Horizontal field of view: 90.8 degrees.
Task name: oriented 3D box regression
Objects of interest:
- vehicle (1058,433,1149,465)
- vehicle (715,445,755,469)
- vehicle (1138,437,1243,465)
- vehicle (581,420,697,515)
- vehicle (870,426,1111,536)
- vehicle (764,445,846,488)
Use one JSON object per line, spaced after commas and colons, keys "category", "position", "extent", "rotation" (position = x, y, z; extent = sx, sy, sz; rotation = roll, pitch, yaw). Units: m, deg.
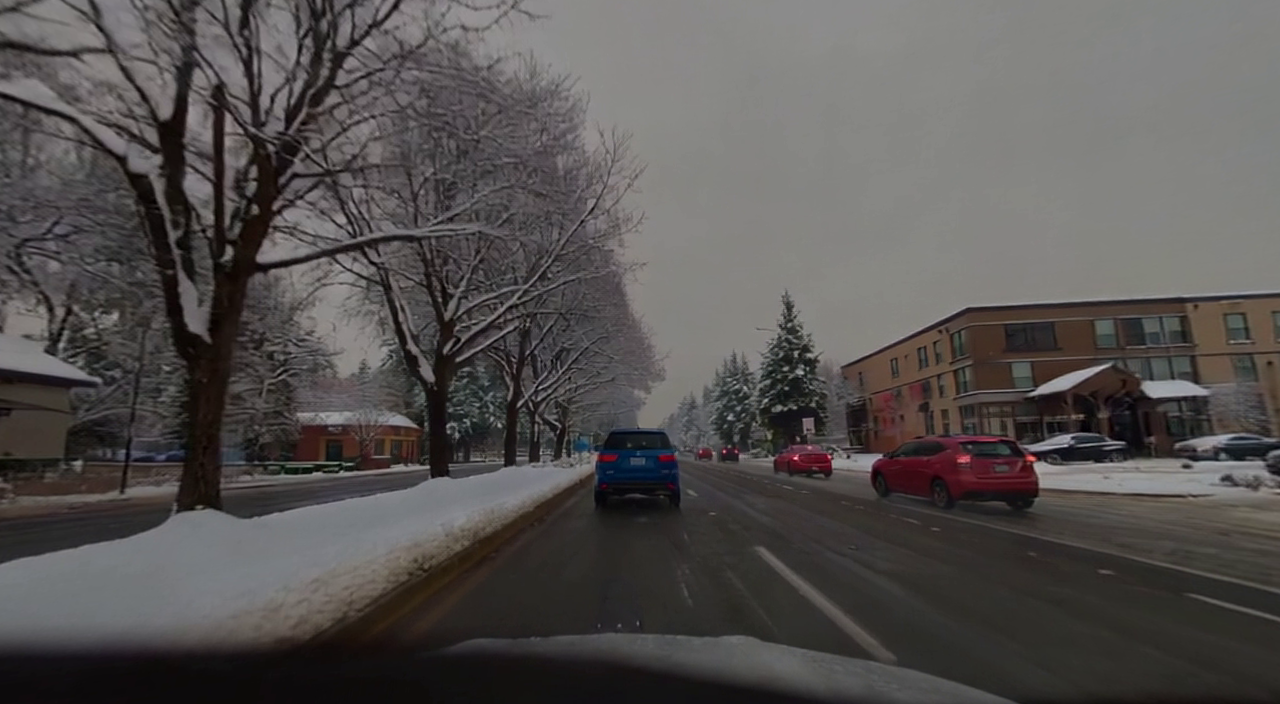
{"category": "vehicle", "position": [27.826, 5.858, 38.130], "extent": [1.967, 1.803, 4.305], "rotation": [0, -9, -3]}
{"category": "vehicle", "position": [6.516, 7.262, 43.883], "extent": [1.914, 1.523, 4.287], "rotation": [0, -9, -2]}
{"category": "vehicle", "position": [33.252, 5.996, 38.373], "extent": [1.959, 1.580, 4.873], "rotation": [0, -9, 0]}
{"category": "vehicle", "position": [-0.022, 2.636, 14.820], "extent": [2.320, 1.880, 4.192], "rotation": [0, -9, 0]}
{"category": "vehicle", "position": [6.337, 2.362, 12.206], "extent": [2.056, 1.703, 4.428], "rotation": [0, -9, 0]}
{"category": "vehicle", "position": [6.493, 4.533, 25.460], "extent": [2.035, 1.553, 4.465], "rotation": [0, -9, -1]}
